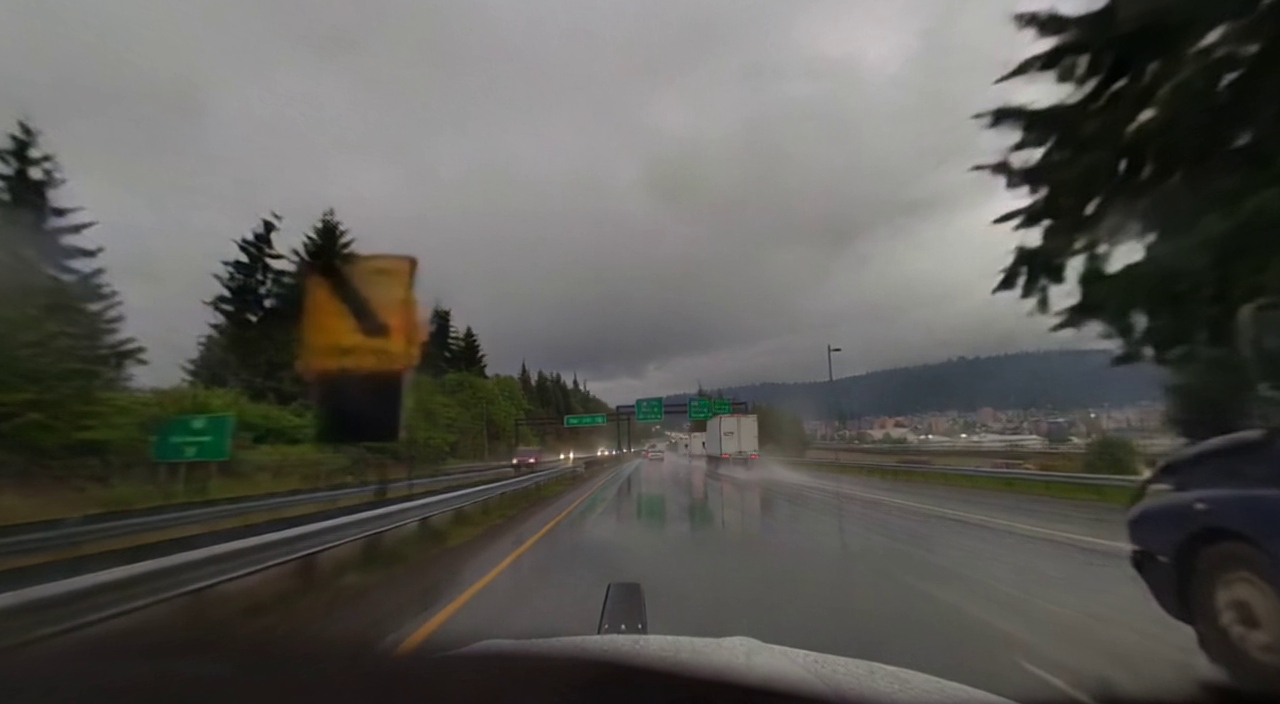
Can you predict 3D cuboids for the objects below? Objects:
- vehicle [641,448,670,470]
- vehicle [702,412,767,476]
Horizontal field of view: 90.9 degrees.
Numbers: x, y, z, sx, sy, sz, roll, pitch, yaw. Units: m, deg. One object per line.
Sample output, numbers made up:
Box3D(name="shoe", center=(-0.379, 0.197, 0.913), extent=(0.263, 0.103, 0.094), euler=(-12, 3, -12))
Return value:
Box3D(name="vehicle", center=(1.114, 7.915, 46.804), extent=(2.049, 1.500, 3.790), euler=(0, -9, 1))
Box3D(name="vehicle", center=(5.319, 5.393, 36.880), extent=(2.743, 3.367, 7.306), euler=(0, -9, 1))
